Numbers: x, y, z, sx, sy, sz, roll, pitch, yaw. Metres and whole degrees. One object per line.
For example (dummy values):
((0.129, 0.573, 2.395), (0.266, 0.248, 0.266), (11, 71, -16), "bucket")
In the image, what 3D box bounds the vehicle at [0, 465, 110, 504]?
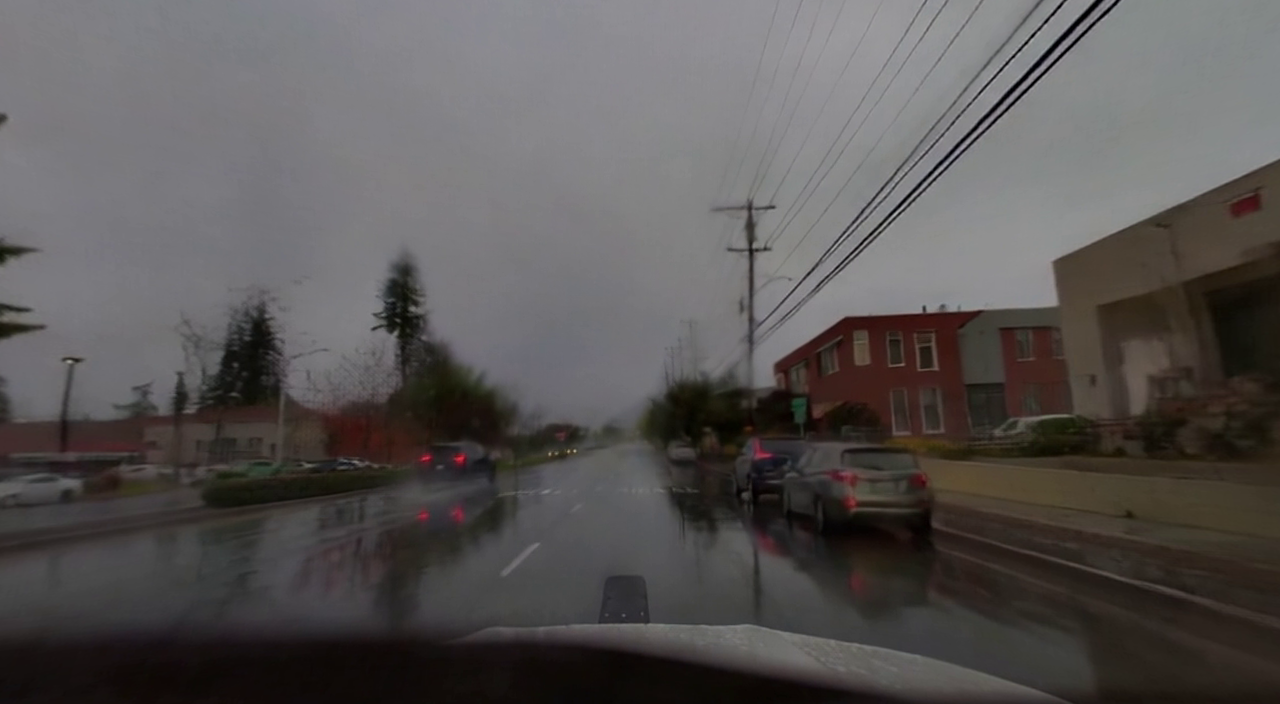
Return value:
((-25.815, 5.741, 27.696), (1.706, 1.435, 3.899), (0, -8, -2), "vehicle")

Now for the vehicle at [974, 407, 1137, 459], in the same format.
((22.921, 4.519, 35.106), (6.917, 2.731, 2.901), (0, -8, 1), "vehicle")

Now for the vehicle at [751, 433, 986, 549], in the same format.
((3.389, 2.153, 10.541), (2.259, 1.500, 4.474), (0, -8, 0), "vehicle")

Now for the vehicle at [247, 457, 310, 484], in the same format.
((-25.557, 8.355, 44.781), (1.857, 1.472, 4.422), (-5, -7, 1), "vehicle")

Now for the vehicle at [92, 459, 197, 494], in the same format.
((-25.753, 6.474, 33.022), (1.926, 1.557, 4.385), (0, -8, 0), "vehicle")

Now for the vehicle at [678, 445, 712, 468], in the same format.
((3.948, 7.574, 45.983), (2.048, 1.556, 4.753), (0, -8, 0), "vehicle")

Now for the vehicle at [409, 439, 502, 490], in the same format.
((-6.643, 4.072, 23.311), (2.000, 1.671, 4.497), (0, -8, 1), "vehicle")

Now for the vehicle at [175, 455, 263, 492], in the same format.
((-25.599, 7.368, 38.544), (2.132, 1.492, 4.734), (-4, -4, 1), "vehicle")
